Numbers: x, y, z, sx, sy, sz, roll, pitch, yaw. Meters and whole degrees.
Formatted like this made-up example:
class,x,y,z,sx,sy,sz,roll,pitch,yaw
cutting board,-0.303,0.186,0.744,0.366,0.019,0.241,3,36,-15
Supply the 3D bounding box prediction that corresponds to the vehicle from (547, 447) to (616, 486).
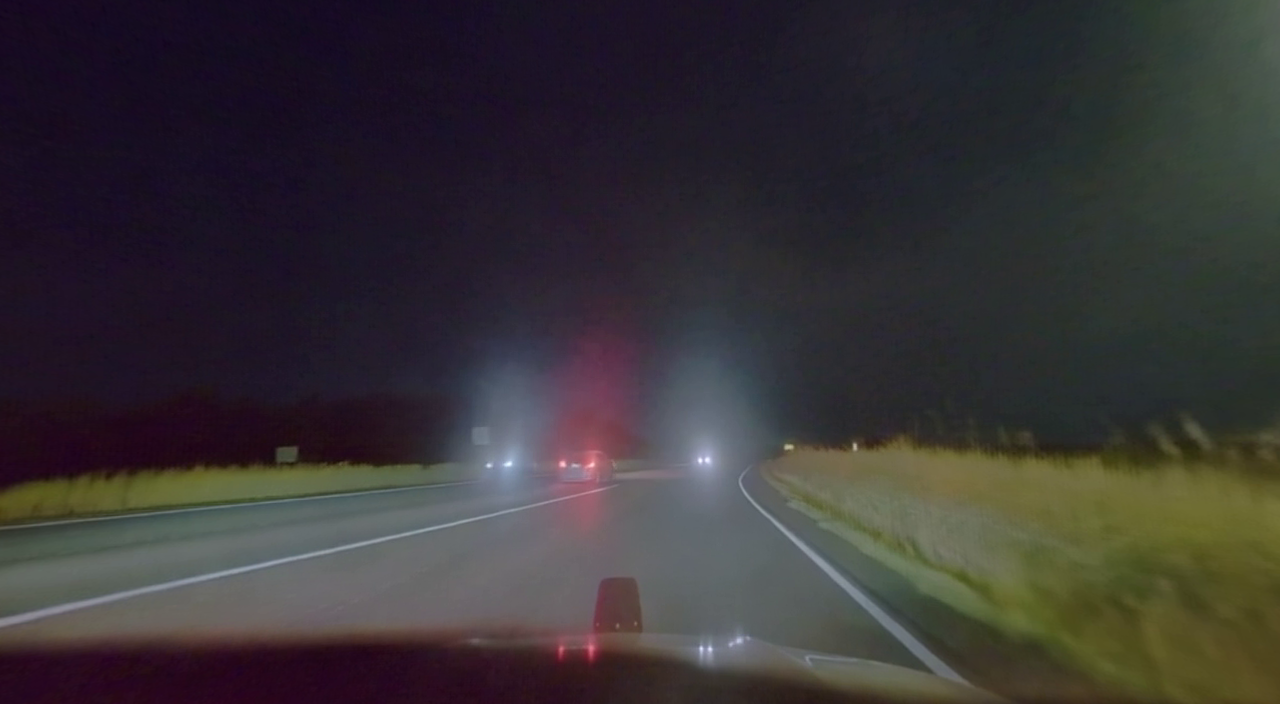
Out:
class,x,y,z,sx,sy,sz,roll,pitch,yaw
vehicle,-2.592,5.222,28.851,2.106,1.679,3.908,-2,-9,12
